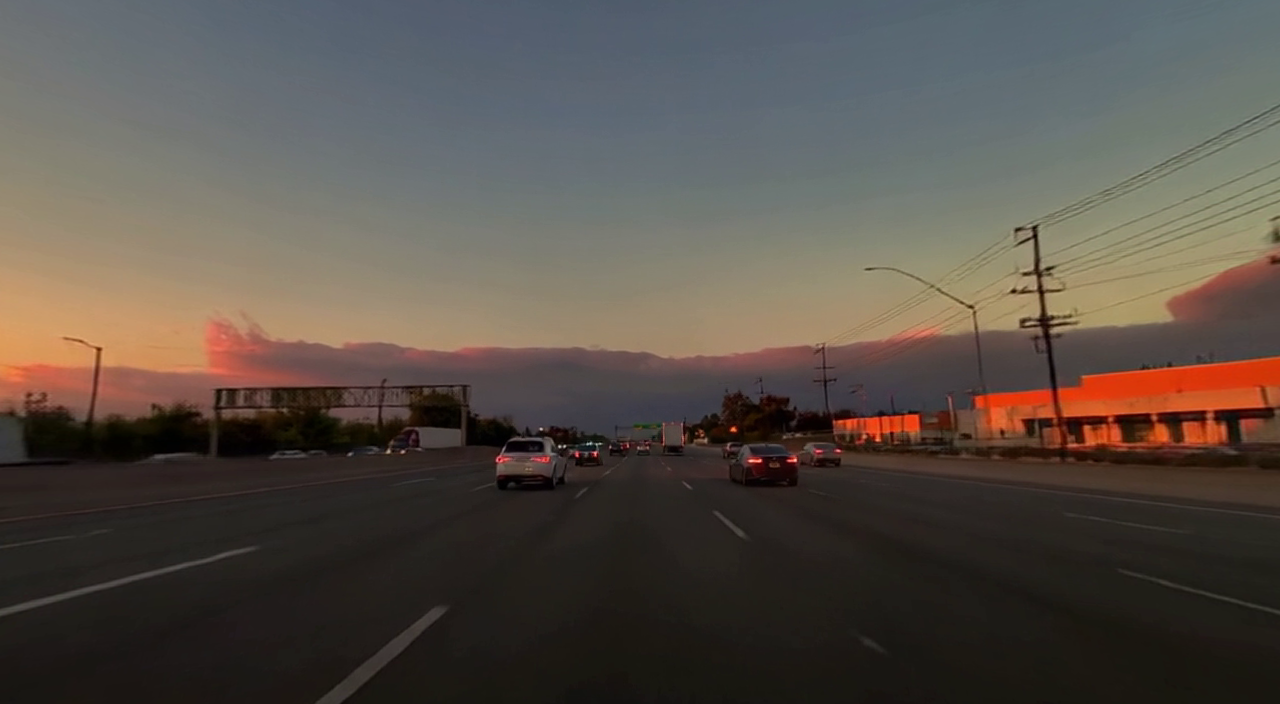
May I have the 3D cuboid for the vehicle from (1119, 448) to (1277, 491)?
[{"bbox_3d":[28.921,6.095,32.824,5.824,2.108,2.304,0,-9,2],"label":"vehicle"}]

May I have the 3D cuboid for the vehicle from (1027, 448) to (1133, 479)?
[{"bbox_3d":[29.420,7.455,42.269,5.199,1.985,2.289,-1,-9,5],"label":"vehicle"}]

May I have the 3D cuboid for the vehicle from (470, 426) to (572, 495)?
[{"bbox_3d":[-3.389,3.212,18.940,2.130,1.799,4.583,0,-9,1],"label":"vehicle"}]

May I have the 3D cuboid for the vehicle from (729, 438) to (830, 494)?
[{"bbox_3d":[4.061,3.398,19.142,1.980,1.501,4.433,0,-9,-1],"label":"vehicle"}]

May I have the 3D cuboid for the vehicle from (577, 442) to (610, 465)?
[{"bbox_3d":[-3.154,6.987,43.474,1.929,1.521,4.097,0,-9,1],"label":"vehicle"}]
